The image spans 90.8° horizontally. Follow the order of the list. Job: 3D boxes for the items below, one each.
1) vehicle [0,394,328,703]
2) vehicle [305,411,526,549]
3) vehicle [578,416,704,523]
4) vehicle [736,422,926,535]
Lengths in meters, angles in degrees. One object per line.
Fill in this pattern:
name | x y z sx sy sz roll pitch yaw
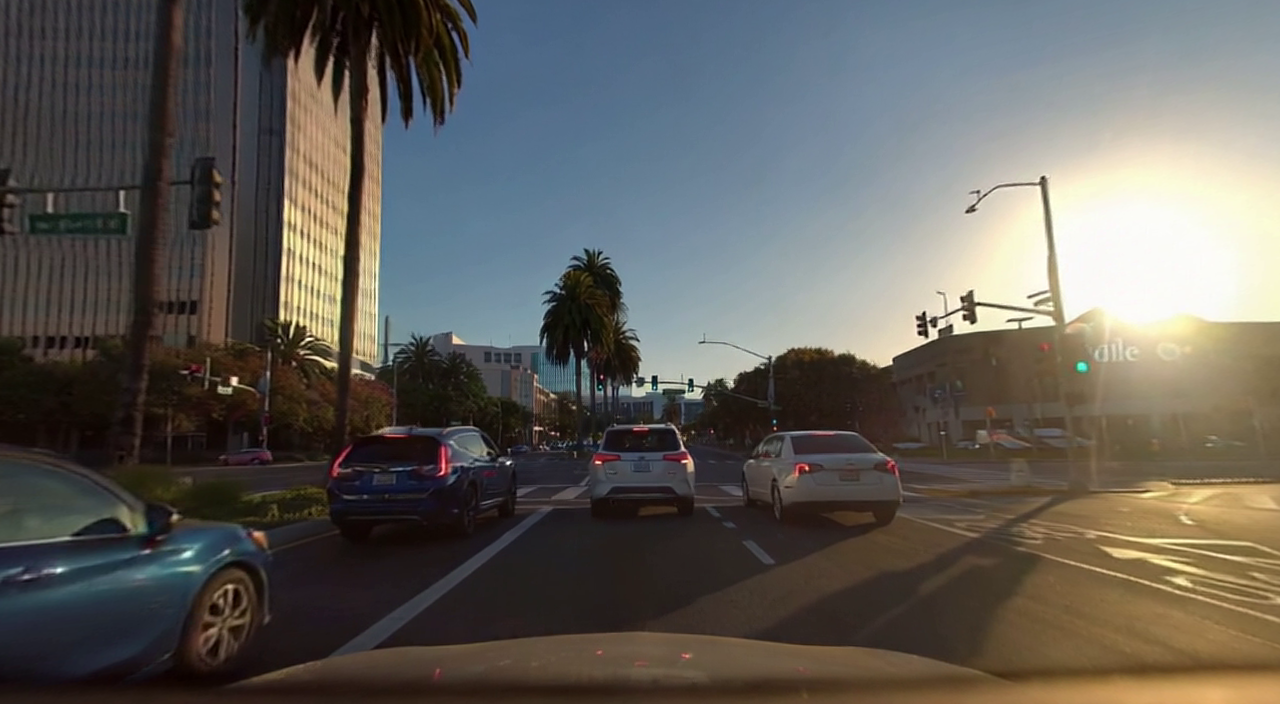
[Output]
vehicle | -3.209 0.888 2.125 1.962 1.480 4.605 0 -9 0
vehicle | -3.197 1.917 10.019 1.938 1.713 4.048 0 -9 1
vehicle | 0.016 2.247 12.517 2.060 1.730 4.257 0 -8 0
vehicle | 3.008 2.081 10.938 1.936 1.567 3.896 0 -9 -2
